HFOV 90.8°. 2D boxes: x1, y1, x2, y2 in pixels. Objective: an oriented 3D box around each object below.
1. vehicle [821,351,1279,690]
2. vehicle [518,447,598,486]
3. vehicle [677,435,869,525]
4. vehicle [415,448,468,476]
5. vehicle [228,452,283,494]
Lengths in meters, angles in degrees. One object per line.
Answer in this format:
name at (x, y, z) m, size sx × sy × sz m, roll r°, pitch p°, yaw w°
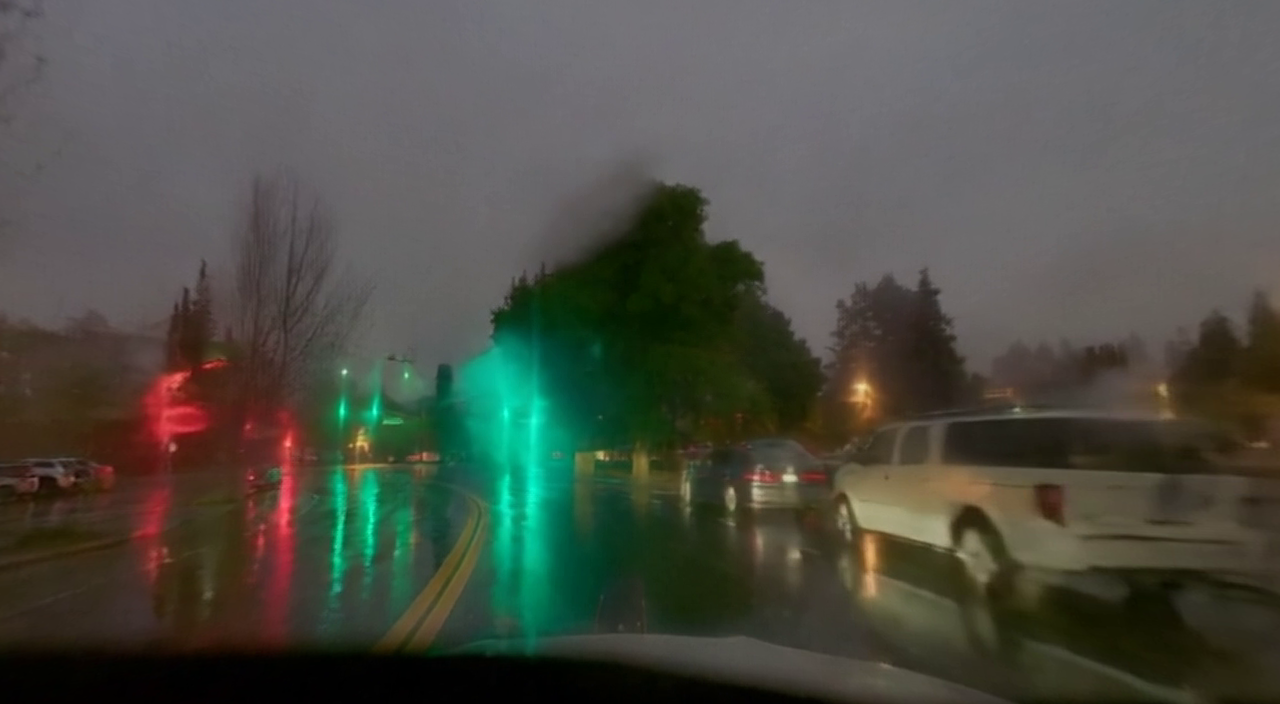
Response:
vehicle at (3.795, 1.250, 5.965) m, size 2.289 × 1.785 × 4.944 m, roll 1°, pitch -8°, yaw -6°
vehicle at (-3.655, 4.879, 27.433) m, size 1.884 × 1.508 × 4.713 m, roll 4°, pitch -9°, yaw -28°
vehicle at (2.493, 2.549, 13.304) m, size 2.066 × 1.509 × 4.579 m, roll 2°, pitch -9°, yaw -15°
vehicle at (-14.443, 7.870, 45.731) m, size 2.255 × 1.863 × 5.629 m, roll 5°, pitch -10°, yaw -31°
vehicle at (-19.601, 6.092, 32.222) m, size 2.171 × 1.838 × 5.344 m, roll 2°, pitch -9°, yaw -32°
